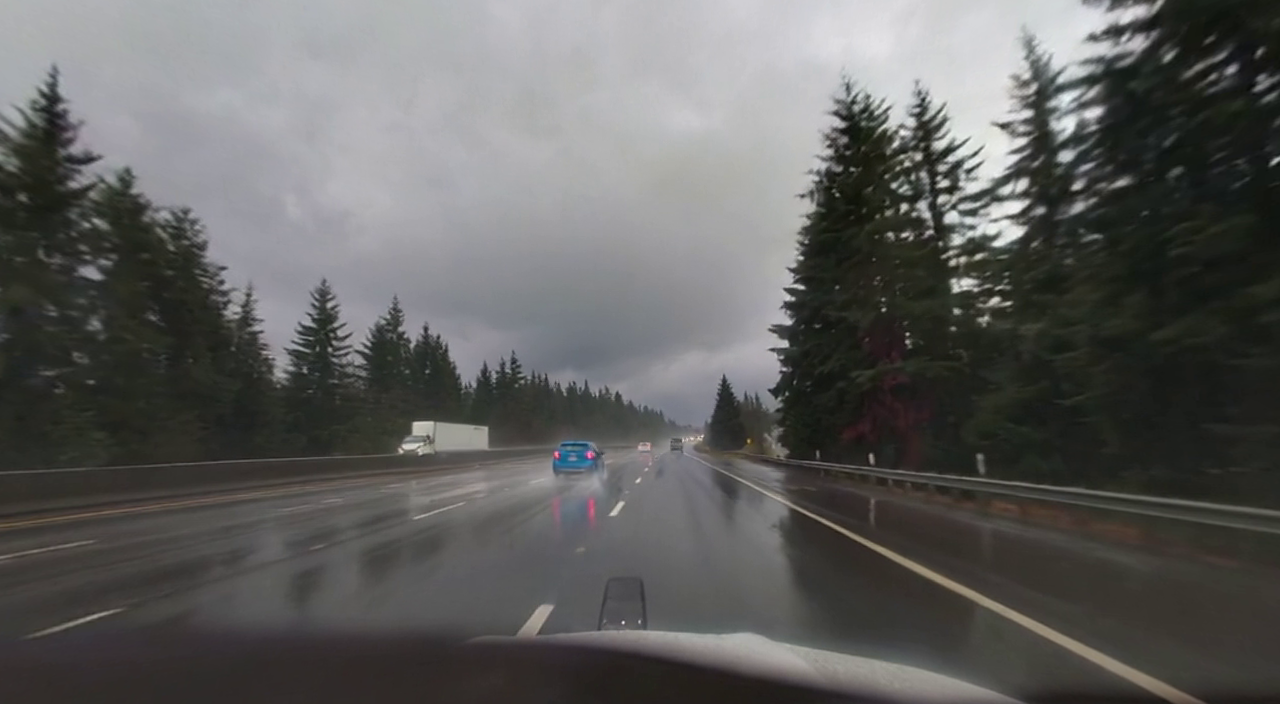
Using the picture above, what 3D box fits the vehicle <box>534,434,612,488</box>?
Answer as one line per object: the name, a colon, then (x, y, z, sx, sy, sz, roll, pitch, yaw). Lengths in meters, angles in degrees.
vehicle: (-2.235, 3.769, 22.139, 2.133, 1.686, 4.203, -1, -8, 2)
